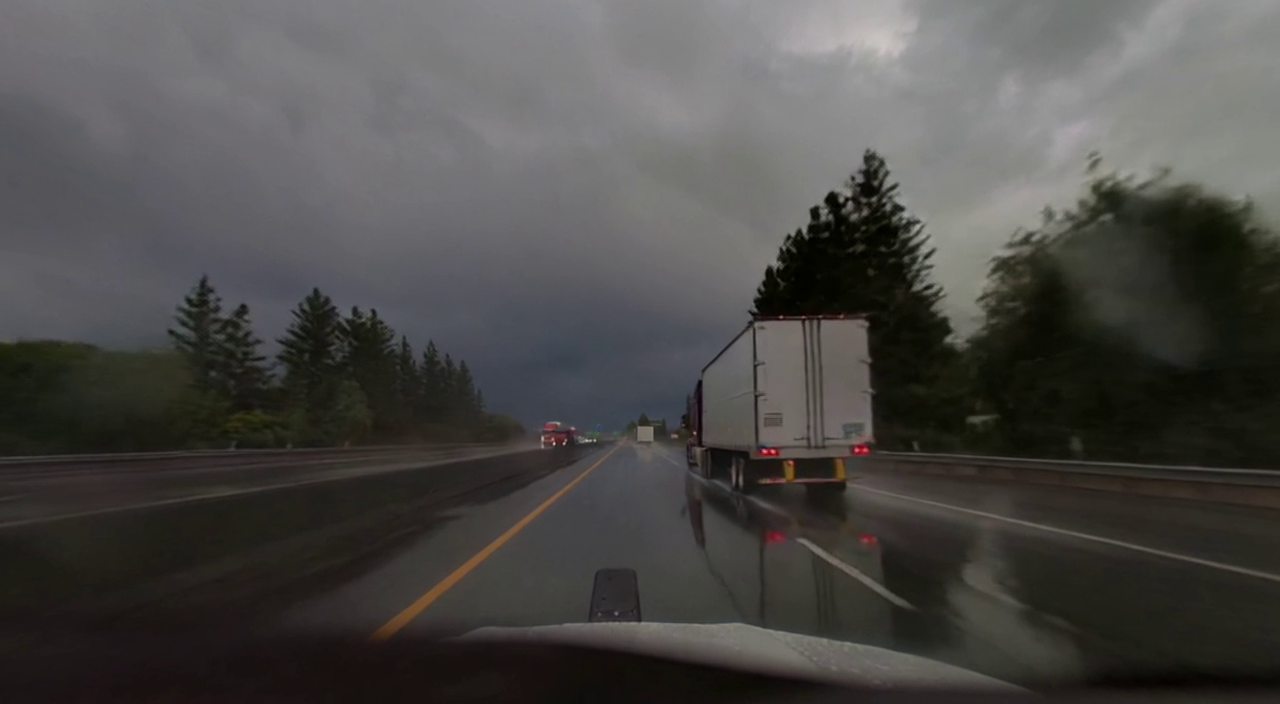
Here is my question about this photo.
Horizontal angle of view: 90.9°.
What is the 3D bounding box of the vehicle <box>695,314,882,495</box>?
[{"bbox_3d":[3.705,1.854,19.283,2.911,3.994,10.840,0,-8,-1],"label":"vehicle"}]
